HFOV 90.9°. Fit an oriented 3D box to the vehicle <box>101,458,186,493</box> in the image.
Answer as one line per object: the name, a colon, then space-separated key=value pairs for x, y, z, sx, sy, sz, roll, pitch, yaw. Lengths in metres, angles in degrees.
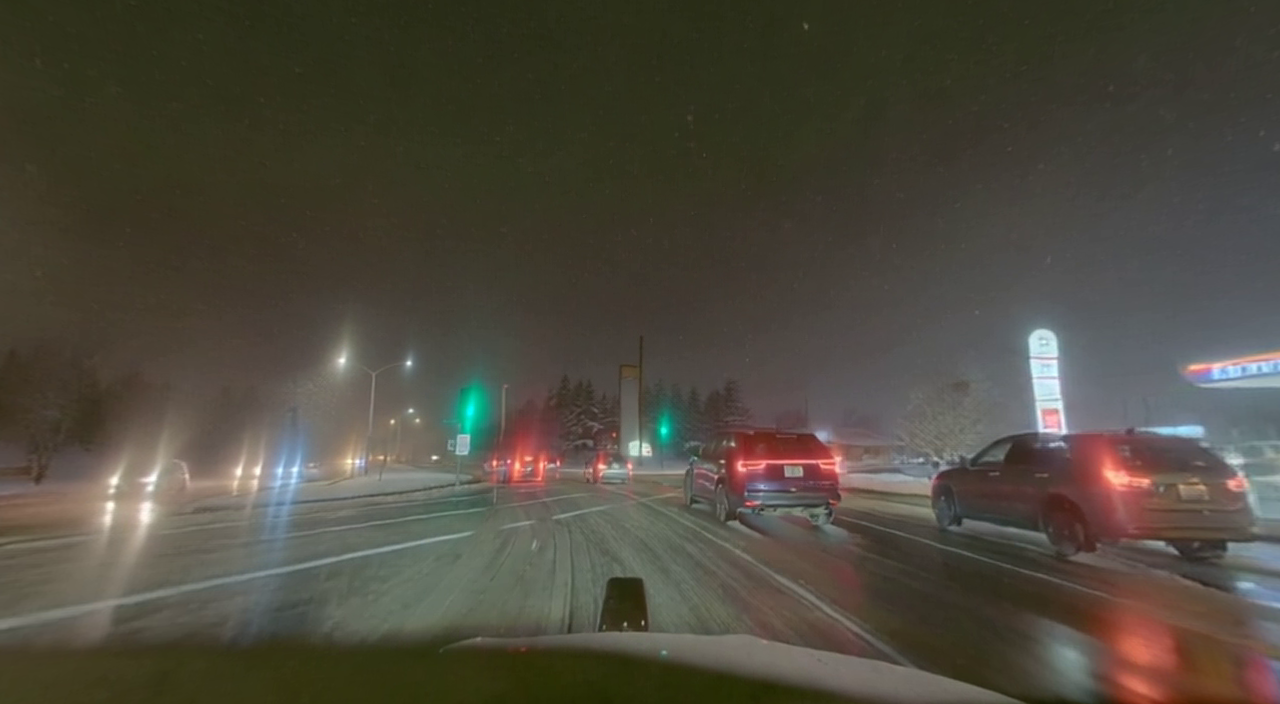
vehicle: x=-24.330 y=6.010 z=31.041 sx=1.821 sy=1.521 sz=3.874 roll=2 pitch=-9 yaw=-16

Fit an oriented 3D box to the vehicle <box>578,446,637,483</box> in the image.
vehicle: x=-1.609 y=5.291 z=29.991 sx=2.012 sy=1.612 sz=4.114 roll=2 pitch=-9 yaw=-14

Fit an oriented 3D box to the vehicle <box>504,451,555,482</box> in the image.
vehicle: x=-5.971 y=6.059 z=33.693 sx=2.107 sy=1.527 sz=4.174 roll=3 pitch=-9 yaw=-18

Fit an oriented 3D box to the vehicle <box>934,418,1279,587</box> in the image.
vehicle: x=5.990 y=1.778 z=8.330 sx=1.881 sy=1.604 sz=4.289 roll=1 pitch=-8 yaw=-4

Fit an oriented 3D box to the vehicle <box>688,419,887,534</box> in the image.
vehicle: x=2.513 y=2.301 z=12.307 sx=2.184 sy=1.777 sz=4.712 roll=1 pitch=-9 yaw=-8
